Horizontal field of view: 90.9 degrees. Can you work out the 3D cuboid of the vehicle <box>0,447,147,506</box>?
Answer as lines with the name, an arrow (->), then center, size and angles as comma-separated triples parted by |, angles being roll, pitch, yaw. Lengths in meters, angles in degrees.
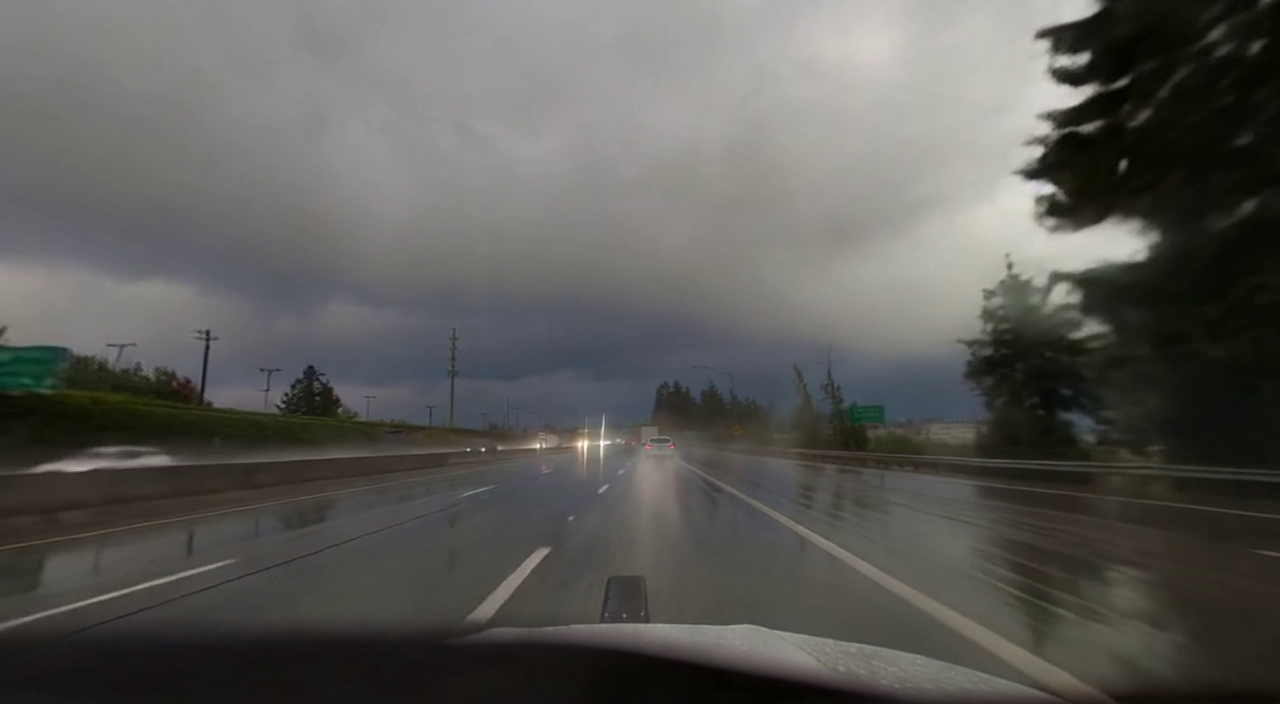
vehicle -> -21.246, 4.454, 23.166 | 2.175, 1.861, 4.983 | 0, -8, 0

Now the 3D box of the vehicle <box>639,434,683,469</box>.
vehicle -> 1.115, 5.488, 34.921 | 2.260, 1.766, 4.348 | 0, -8, 0
